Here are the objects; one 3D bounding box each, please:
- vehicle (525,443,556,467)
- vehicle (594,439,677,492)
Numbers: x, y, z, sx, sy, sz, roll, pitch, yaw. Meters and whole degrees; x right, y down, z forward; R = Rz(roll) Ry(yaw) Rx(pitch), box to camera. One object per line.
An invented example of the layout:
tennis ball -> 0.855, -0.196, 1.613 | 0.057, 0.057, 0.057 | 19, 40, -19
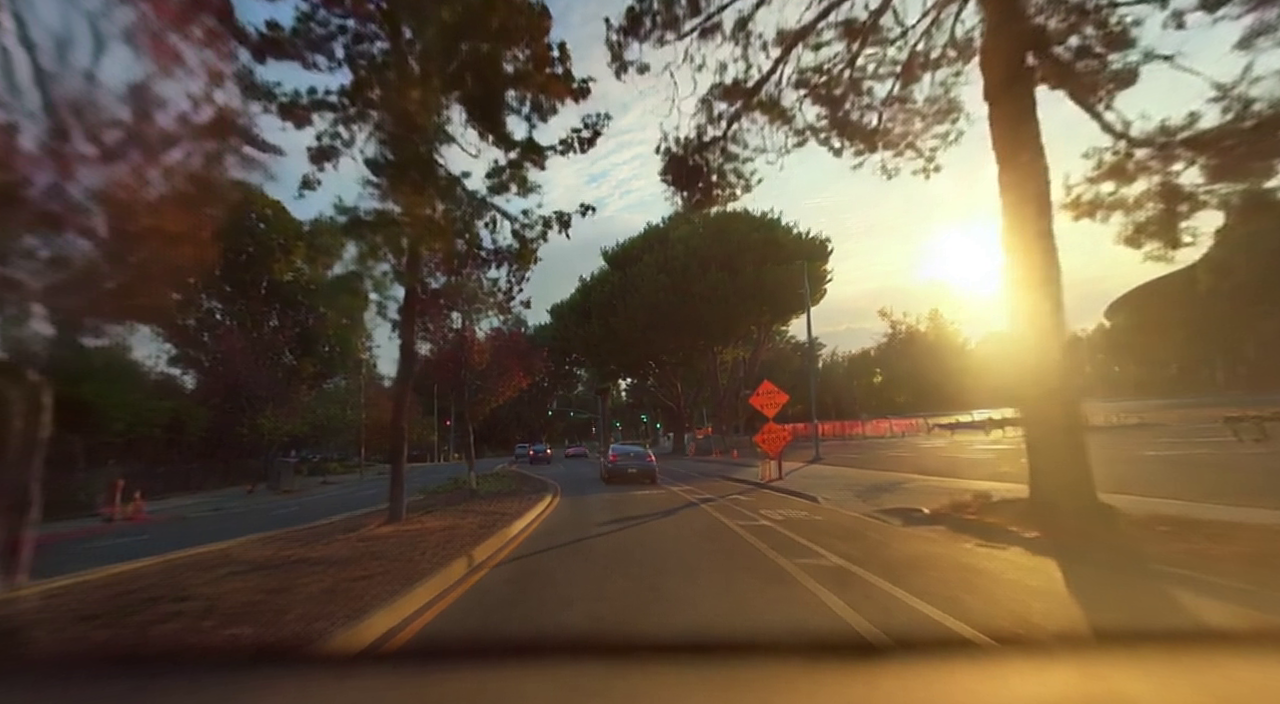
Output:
vehicle -> -7.215, 7.459, 46.003 | 2.077, 1.665, 4.206 | 1, -9, -8
vehicle -> -0.282, 3.631, 20.680 | 2.266, 1.508, 4.430 | 1, -8, -6
